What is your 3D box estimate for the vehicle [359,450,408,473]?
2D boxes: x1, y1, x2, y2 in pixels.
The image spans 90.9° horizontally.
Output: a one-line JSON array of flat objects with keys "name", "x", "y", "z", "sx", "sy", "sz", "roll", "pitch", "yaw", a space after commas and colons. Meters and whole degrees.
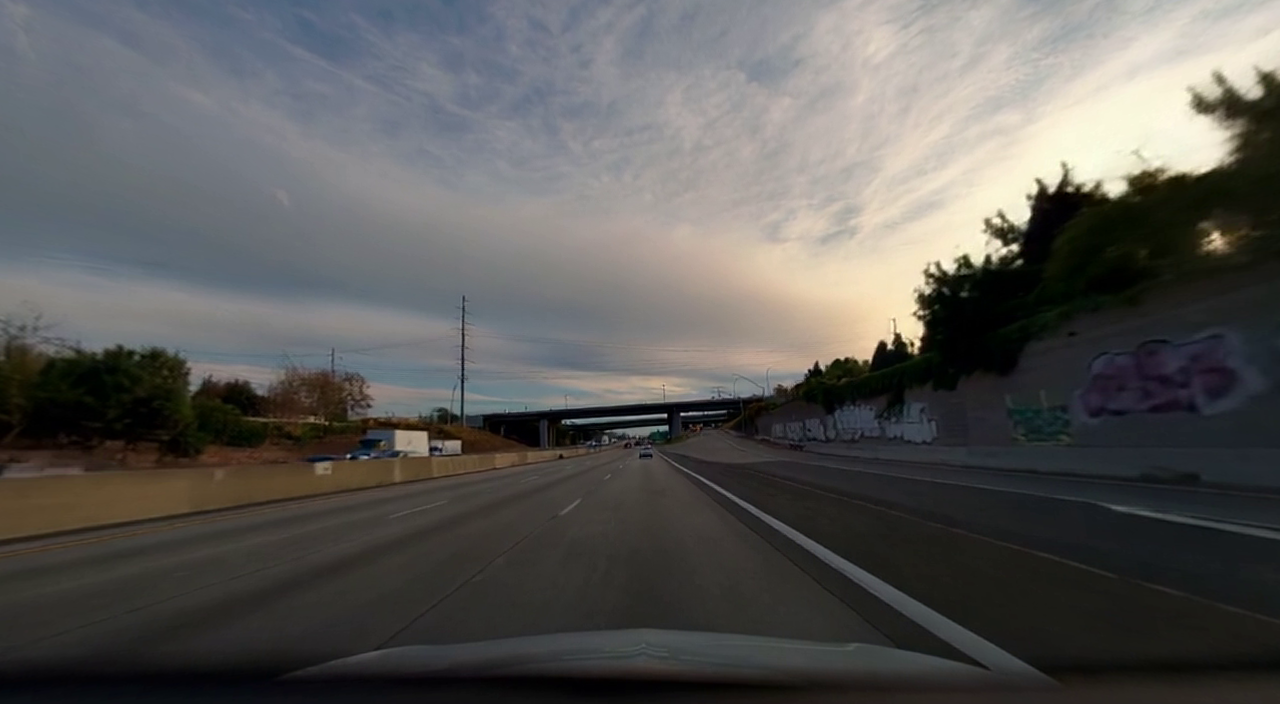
[{"name": "vehicle", "x": -19.903, "y": 8.481, "z": 49.113, "sx": 2.001, "sy": 1.657, "sz": 4.120, "roll": 0, "pitch": -9, "yaw": 1}]
